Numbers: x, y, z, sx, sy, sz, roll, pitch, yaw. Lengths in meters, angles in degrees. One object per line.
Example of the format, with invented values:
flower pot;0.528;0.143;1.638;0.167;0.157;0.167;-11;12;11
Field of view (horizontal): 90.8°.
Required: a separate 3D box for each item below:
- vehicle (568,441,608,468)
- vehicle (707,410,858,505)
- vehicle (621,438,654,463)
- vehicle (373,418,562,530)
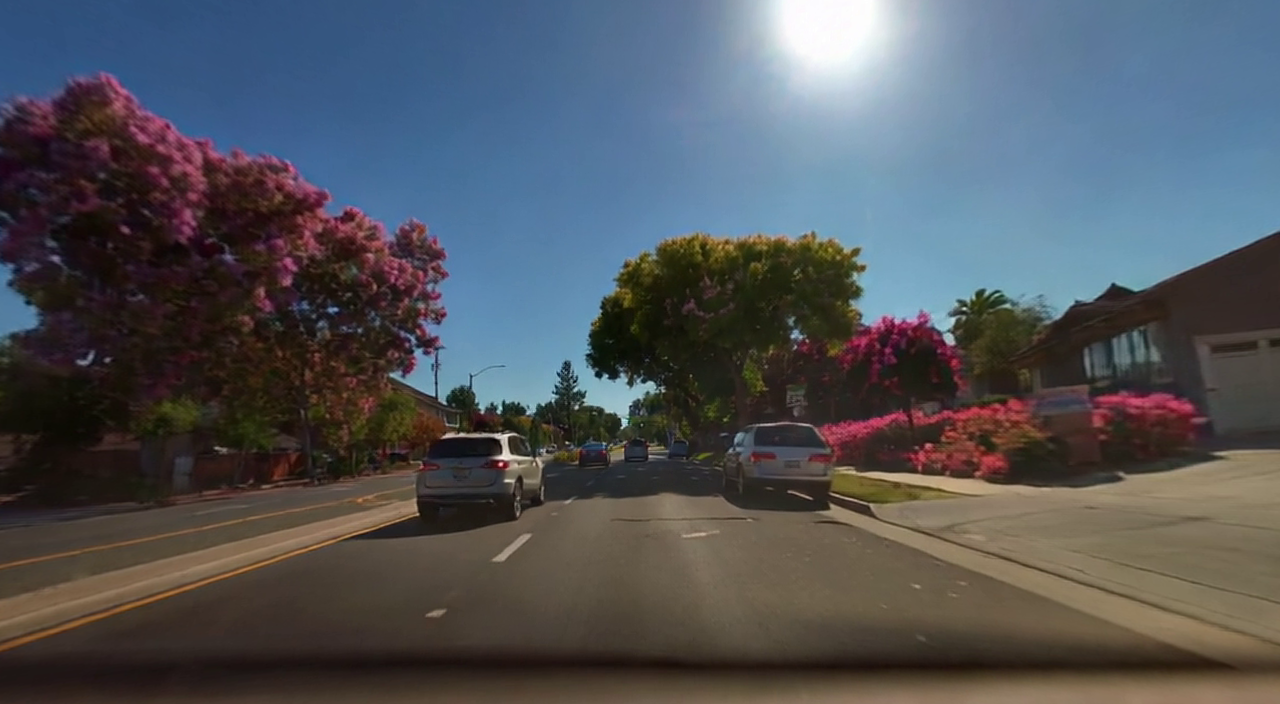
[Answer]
vehicle;-3.179;6.414;39.725;2.167;1.634;4.220;0;-9;0
vehicle;3.385;2.694;16.419;2.653;2.058;5.096;0;-9;-1
vehicle;-0.194;7.538;48.305;2.376;1.801;4.317;0;-9;0
vehicle;-3.065;2.320;12.627;2.257;1.751;5.028;0;-9;1
